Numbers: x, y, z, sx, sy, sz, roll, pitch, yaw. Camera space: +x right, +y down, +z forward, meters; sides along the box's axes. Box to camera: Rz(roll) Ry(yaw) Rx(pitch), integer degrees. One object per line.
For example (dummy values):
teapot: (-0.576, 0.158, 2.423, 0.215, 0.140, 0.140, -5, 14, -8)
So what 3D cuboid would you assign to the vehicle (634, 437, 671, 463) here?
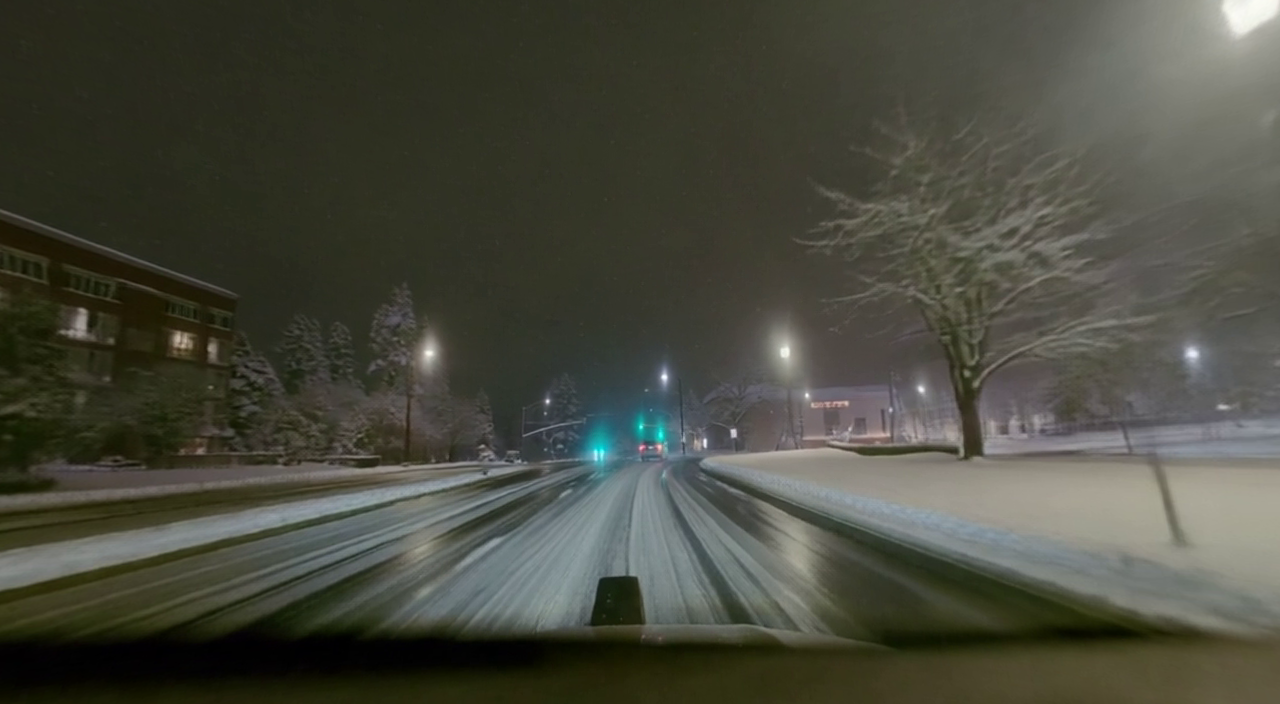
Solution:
vehicle: (0.963, 7.180, 46.297, 2.370, 1.781, 4.440, -1, -9, 5)
